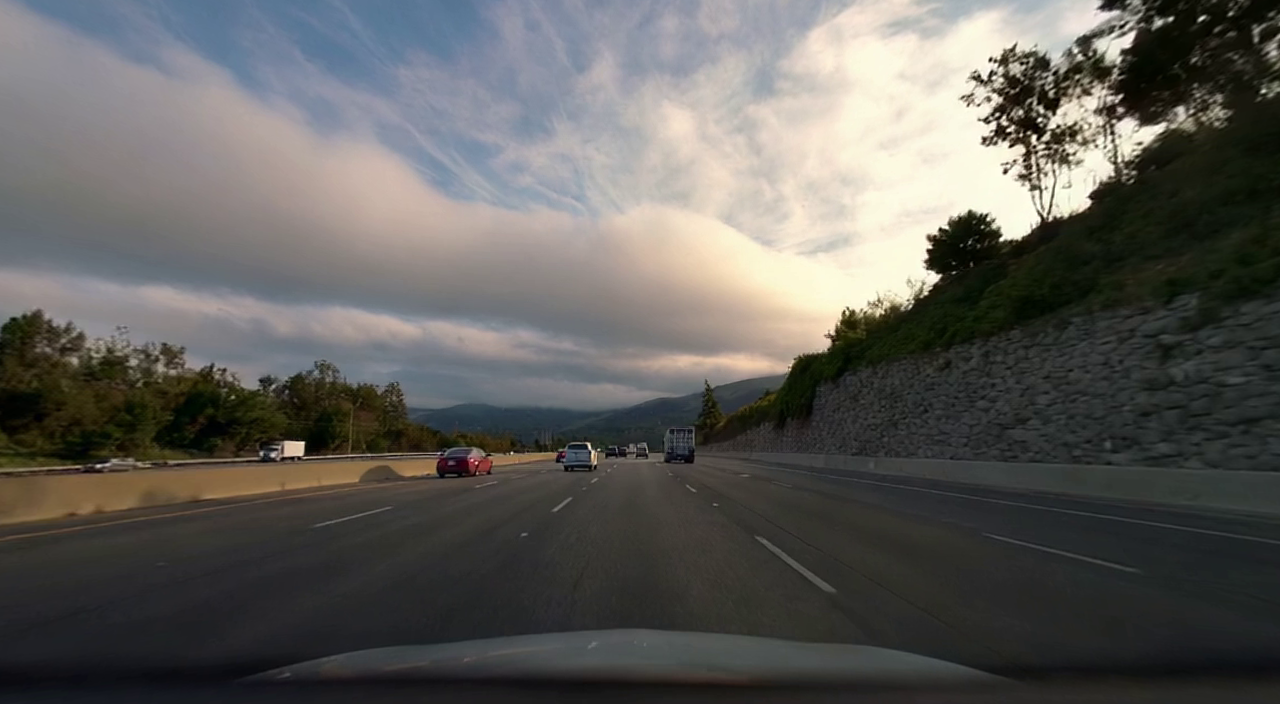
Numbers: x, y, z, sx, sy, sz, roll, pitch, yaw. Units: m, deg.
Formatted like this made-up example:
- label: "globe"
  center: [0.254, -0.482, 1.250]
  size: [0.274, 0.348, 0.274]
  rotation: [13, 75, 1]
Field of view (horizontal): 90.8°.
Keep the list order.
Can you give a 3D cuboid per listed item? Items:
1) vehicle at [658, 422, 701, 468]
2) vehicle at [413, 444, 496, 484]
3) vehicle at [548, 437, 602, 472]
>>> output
- label: "vehicle"
  center: [2.860, 7.095, 48.138]
  size: [2.795, 3.187, 7.205]
  rotation: [0, -8, 0]
- label: "vehicle"
  center: [-7.633, 4.641, 26.482]
  size: [2.102, 1.522, 4.394]
  rotation: [0, -8, 0]
- label: "vehicle"
  center: [-3.897, 6.326, 39.251]
  size: [2.720, 2.041, 5.432]
  rotation: [0, -8, 1]
